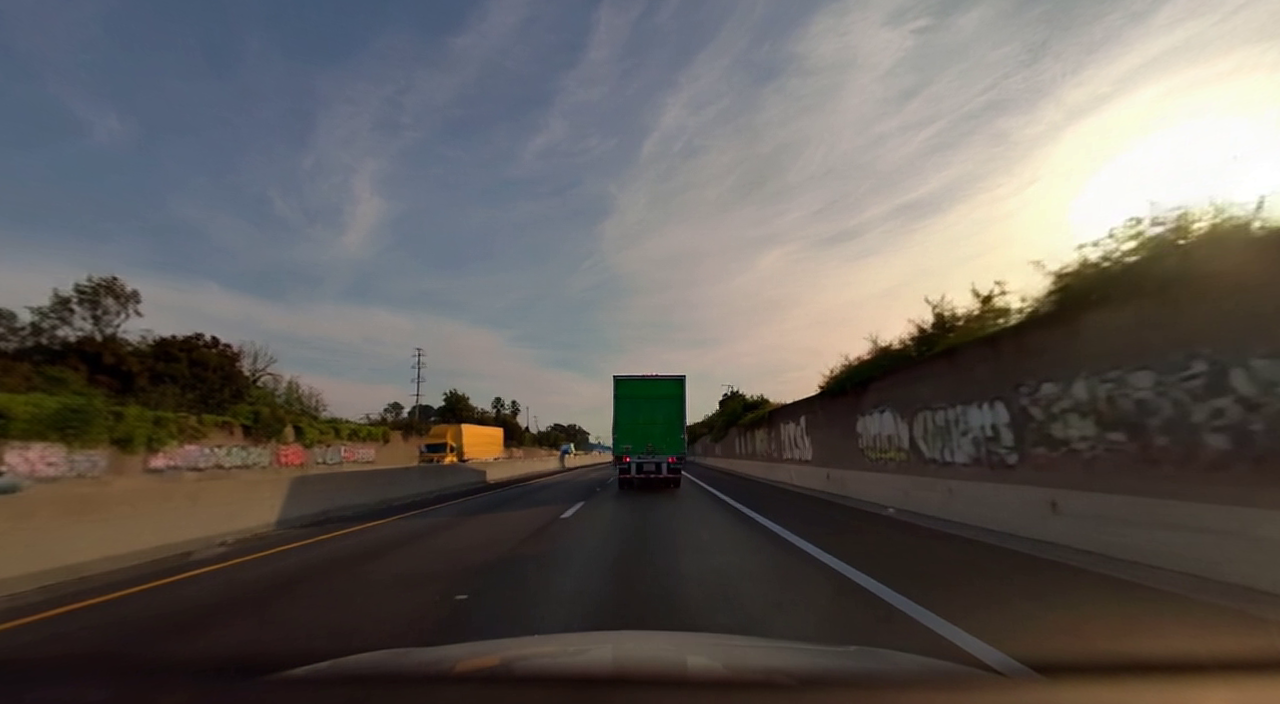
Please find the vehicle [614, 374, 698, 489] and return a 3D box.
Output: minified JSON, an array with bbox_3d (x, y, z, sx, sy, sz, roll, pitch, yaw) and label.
[{"bbox_3d":[0.446,3.522,26.897,2.900,3.955,10.151,0,-9,-1],"label":"vehicle"}]
